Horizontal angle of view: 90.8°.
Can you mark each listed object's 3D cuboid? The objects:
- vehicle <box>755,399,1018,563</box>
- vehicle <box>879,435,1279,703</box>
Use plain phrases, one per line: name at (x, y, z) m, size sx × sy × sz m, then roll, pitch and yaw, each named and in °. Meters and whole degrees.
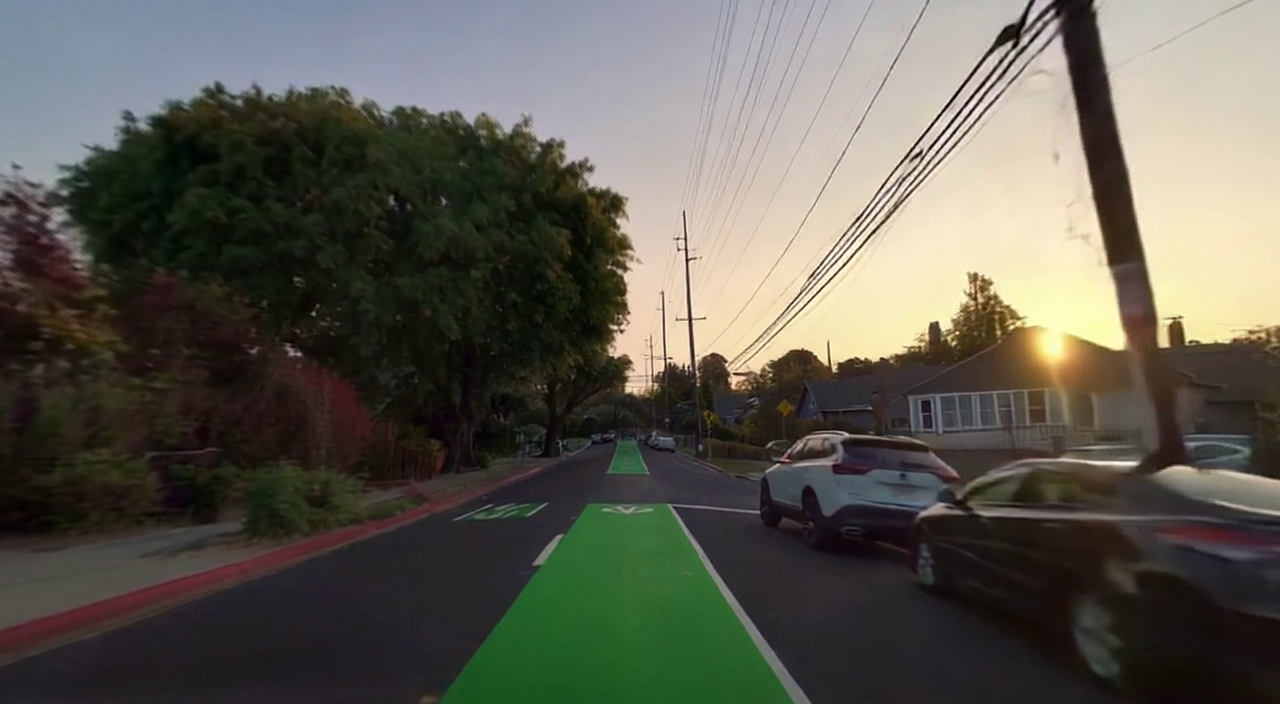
vehicle at (3.415, 2.032, 10.036) m, size 2.054 × 1.879 × 4.717 m, roll 3°, pitch -12°, yaw -3°
vehicle at (3.666, 1.424, 4.723) m, size 1.981 × 1.512 × 4.144 m, roll 0°, pitch -9°, yaw -2°
